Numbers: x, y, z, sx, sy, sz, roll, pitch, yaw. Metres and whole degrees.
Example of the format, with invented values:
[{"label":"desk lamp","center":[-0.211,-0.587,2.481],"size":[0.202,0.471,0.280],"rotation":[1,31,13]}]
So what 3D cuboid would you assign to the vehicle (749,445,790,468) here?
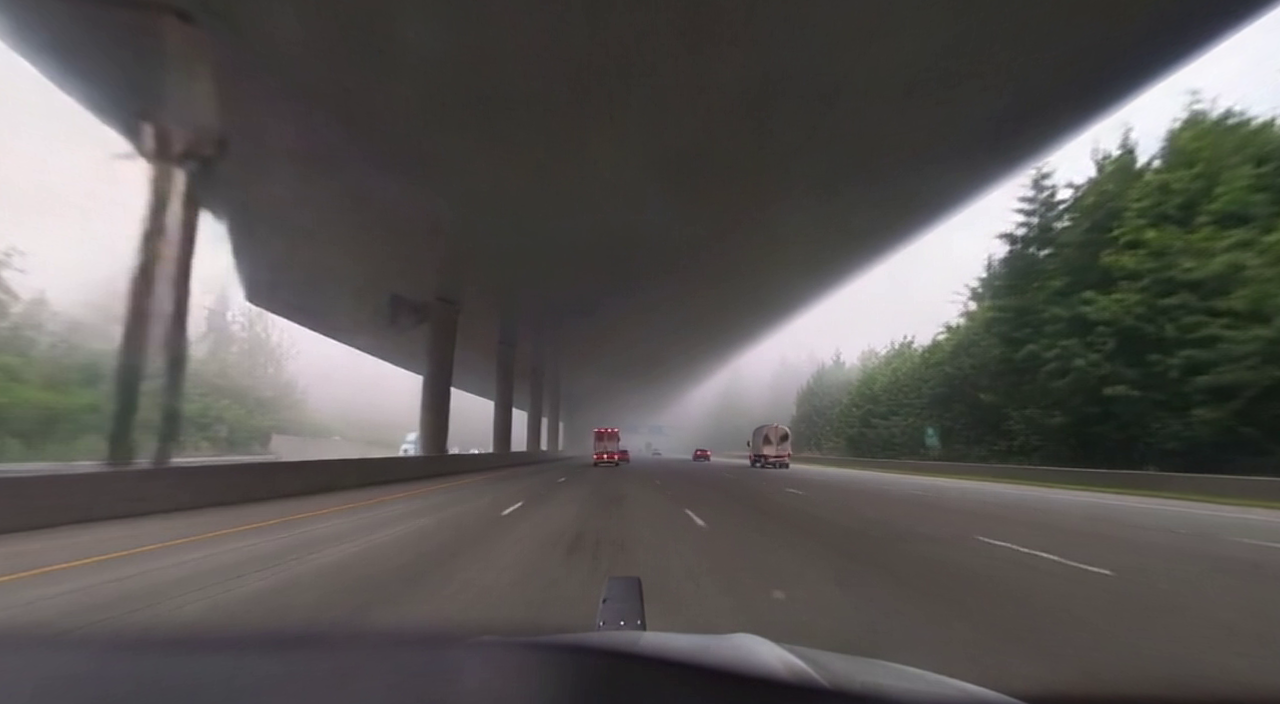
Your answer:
[{"label":"vehicle","center":[9.646,7.822,47.194],"size":[1.989,1.591,4.348],"rotation":[0,-9,-3]}]

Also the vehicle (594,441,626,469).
[{"label":"vehicle","center":[-2.132,7.330,44.997],"size":[2.167,1.847,4.097],"rotation":[0,-9,-3]}]
